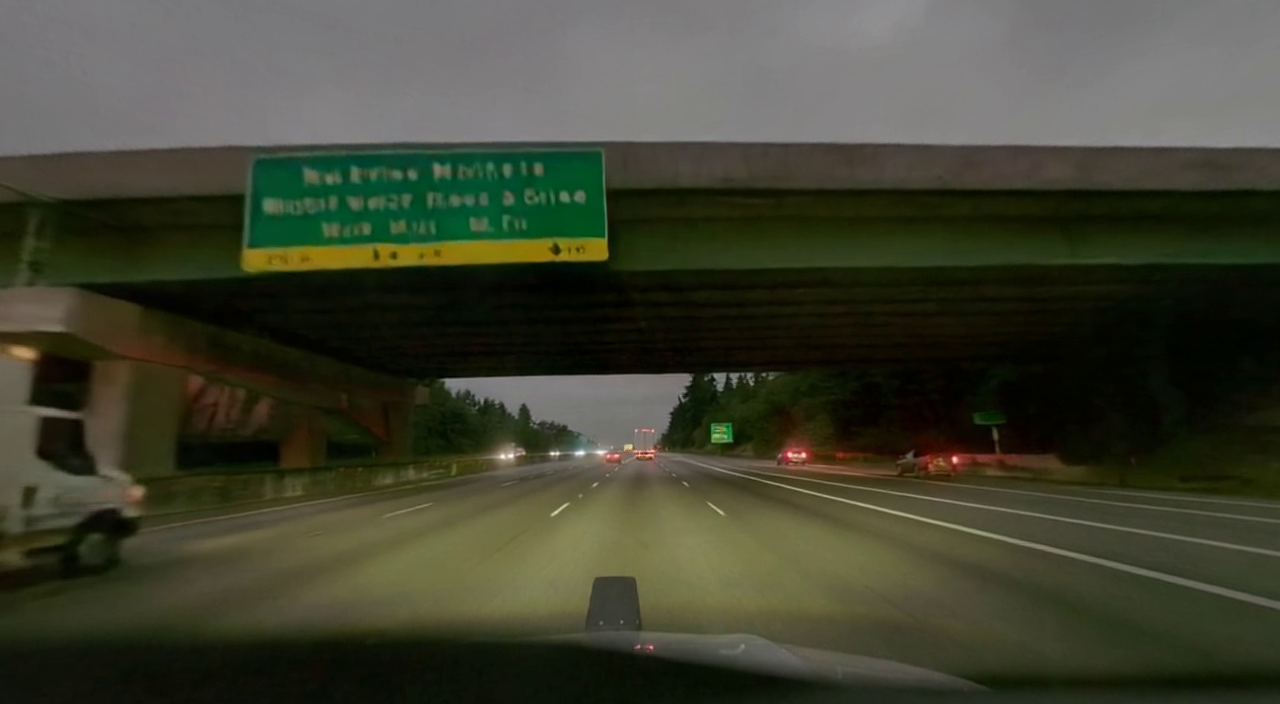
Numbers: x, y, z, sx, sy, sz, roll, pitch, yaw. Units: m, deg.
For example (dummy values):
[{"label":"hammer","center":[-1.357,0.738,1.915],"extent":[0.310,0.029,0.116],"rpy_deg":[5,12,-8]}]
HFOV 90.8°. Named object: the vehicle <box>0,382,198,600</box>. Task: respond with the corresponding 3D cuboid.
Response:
[{"label":"vehicle","center":[-6.881,1.236,5.553],"extent":[2.195,1.940,5.154],"rpy_deg":[0,-9,0]}]
